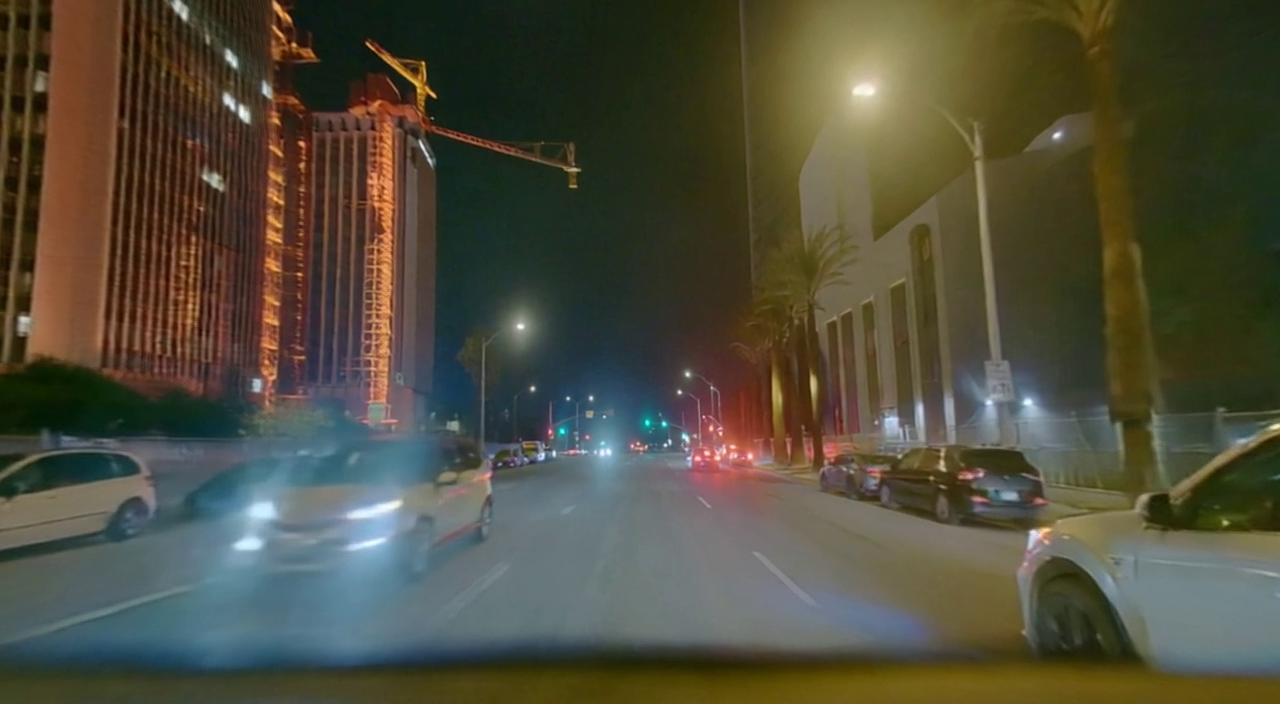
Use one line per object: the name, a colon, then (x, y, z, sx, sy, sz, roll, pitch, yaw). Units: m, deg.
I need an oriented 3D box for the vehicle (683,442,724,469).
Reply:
vehicle: (3.611, 5.984, 36.711, 1.999, 1.487, 3.939, 0, -8, 0)

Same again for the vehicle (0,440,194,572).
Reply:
vehicle: (-9.658, 2.242, 9.556, 2.051, 1.762, 5.059, -1, -8, 1)

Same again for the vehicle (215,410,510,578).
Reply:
vehicle: (-3.327, 1.791, 8.767, 2.096, 1.716, 4.300, 0, -8, 0)

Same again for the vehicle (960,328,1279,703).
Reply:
vehicle: (3.103, 0.742, 1.911, 1.953, 1.687, 4.344, 0, -8, 0)

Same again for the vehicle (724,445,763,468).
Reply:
vehicle: (6.961, 7.051, 42.847, 1.819, 1.435, 4.337, 0, -8, 0)
